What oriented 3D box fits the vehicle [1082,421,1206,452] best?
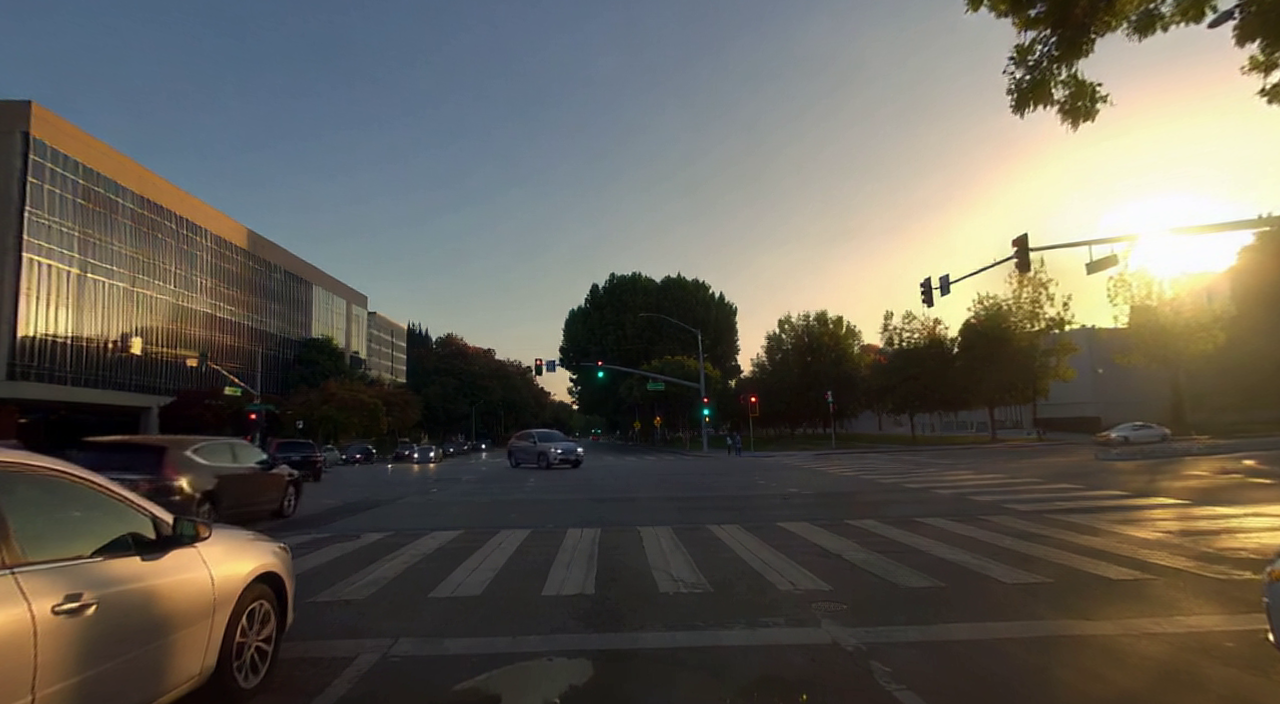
[{"bbox_3d":[25.485,4.307,32.052,4.660,1.495,2.007,0,-8,-3],"label":"vehicle"}]

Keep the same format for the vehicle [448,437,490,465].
[{"bbox_3d":[-12.815,7.415,47.538,2.051,1.715,4.346,-3,-6,-2],"label":"vehicle"}]

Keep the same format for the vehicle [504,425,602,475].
[{"bbox_3d":[-3.743,4.097,26.500,2.109,1.871,4.778,6,-10,-35],"label":"vehicle"}]

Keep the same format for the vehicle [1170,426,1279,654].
[{"bbox_3d":[4.943,0.984,2.549,1.949,1.449,4.530,-1,-8,5],"label":"vehicle"}]

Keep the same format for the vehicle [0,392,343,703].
[{"bbox_3d":[-3.075,0.893,2.148,1.919,1.478,4.720,0,-8,-1],"label":"vehicle"}]
